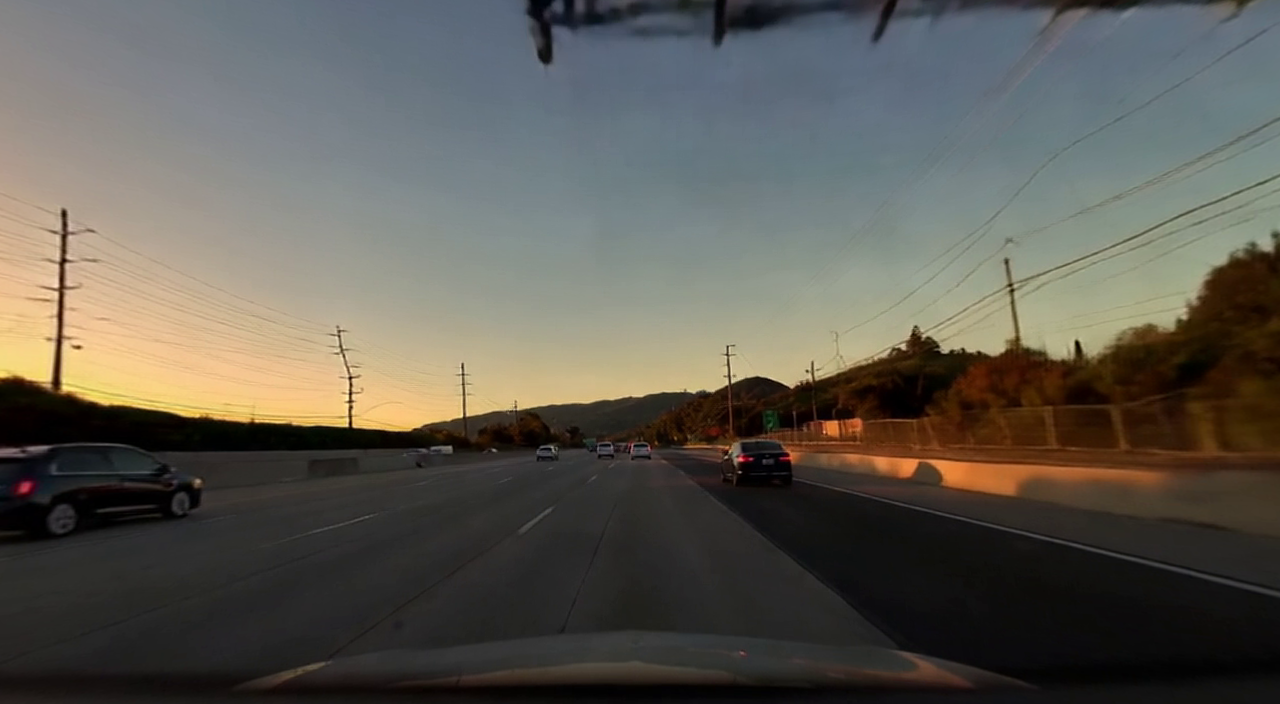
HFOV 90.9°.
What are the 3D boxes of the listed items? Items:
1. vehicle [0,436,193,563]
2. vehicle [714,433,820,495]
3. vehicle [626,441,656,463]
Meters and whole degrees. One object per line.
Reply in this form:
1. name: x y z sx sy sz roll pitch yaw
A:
1. vehicle: -10.339 2.380 10.419 2.241 1.810 4.966 -3 -8 1
2. vehicle: 3.449 3.144 18.063 2.060 1.526 4.387 0 -8 -1
3. vehicle: 0.089 7.112 45.136 2.036 1.474 3.969 0 -8 1
